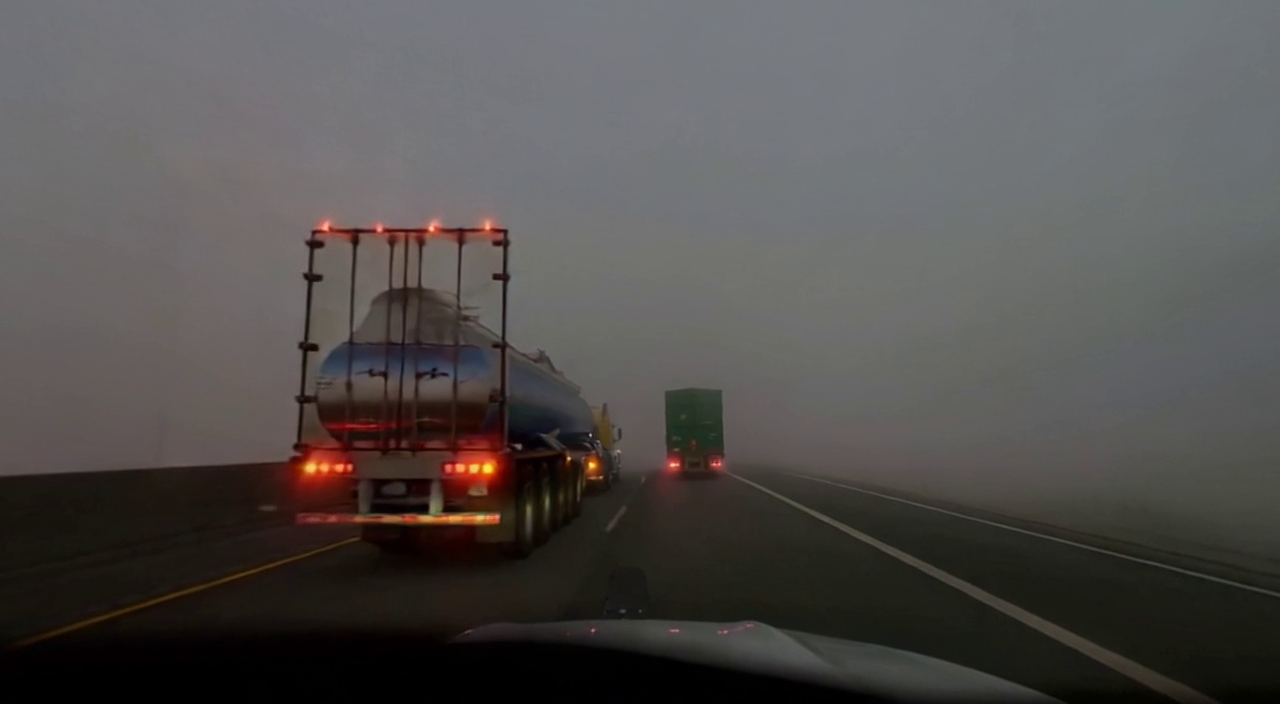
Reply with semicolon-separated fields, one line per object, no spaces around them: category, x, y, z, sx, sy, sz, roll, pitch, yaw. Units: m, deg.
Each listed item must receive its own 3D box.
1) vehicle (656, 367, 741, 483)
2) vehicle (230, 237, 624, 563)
vehicle;2.219;3.378;27.644;2.942;4.003;11.297;0;-9;2
vehicle;-2.550;1.765;15.571;3.267;3.655;17.154;0;-9;2
